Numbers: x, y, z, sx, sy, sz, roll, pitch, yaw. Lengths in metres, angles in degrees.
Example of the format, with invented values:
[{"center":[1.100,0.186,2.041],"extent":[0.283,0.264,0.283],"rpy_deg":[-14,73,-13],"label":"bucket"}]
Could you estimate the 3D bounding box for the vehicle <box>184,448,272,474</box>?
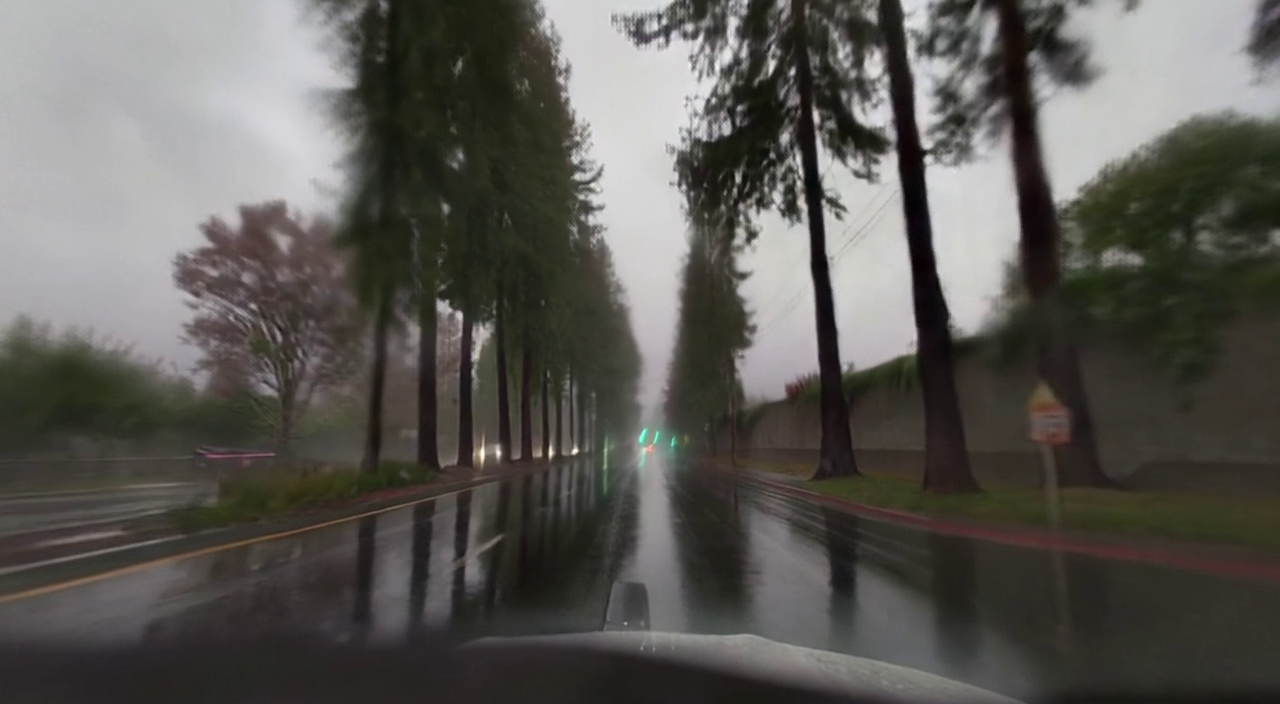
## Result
[{"center":[-25.950,6.854,39.832],"extent":[4.188,1.536,1.845],"rpy_deg":[0,-8,-3],"label":"vehicle"}]
